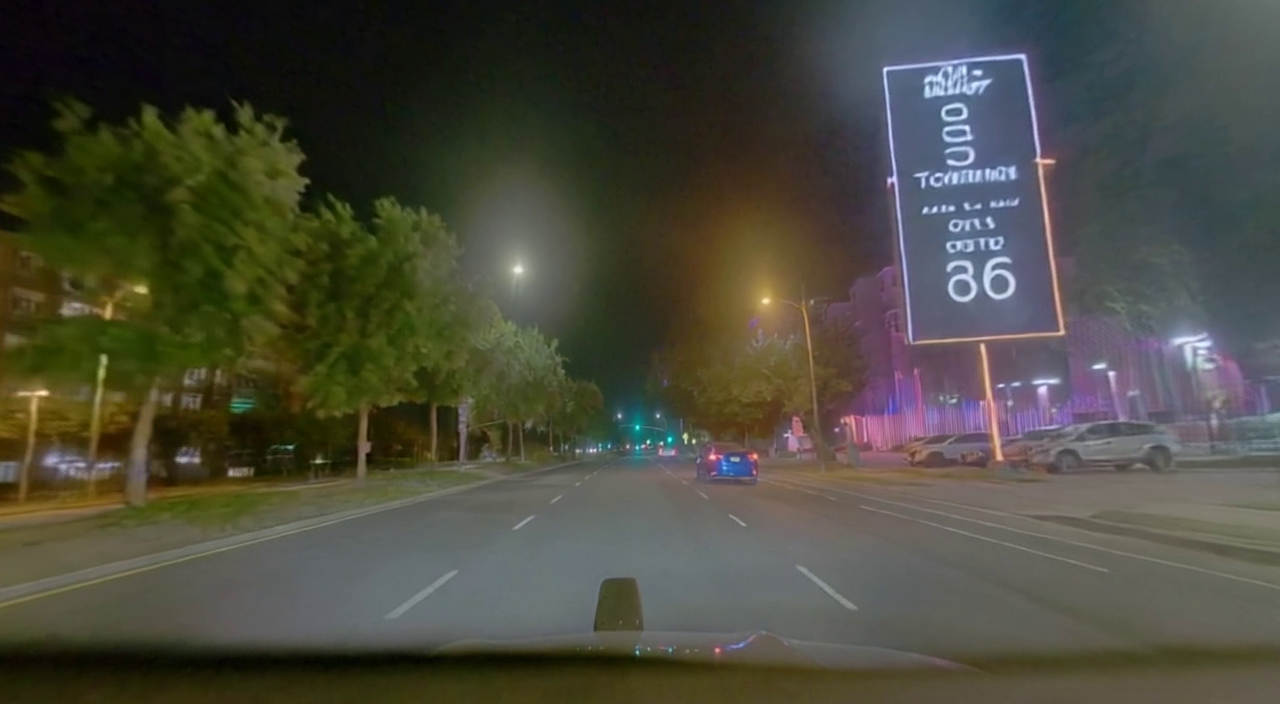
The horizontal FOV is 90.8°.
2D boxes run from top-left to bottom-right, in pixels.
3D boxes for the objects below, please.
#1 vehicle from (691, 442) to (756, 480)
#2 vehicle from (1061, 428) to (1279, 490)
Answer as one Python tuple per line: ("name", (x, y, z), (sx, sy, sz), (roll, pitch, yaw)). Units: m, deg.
("vehicle", (3.460, 4.609, 27.081), (2.033, 1.482, 4.571), (0, -8, -2))
("vehicle", (15.780, 3.191, 18.997), (4.684, 1.448, 2.090), (-3, -8, -3))
